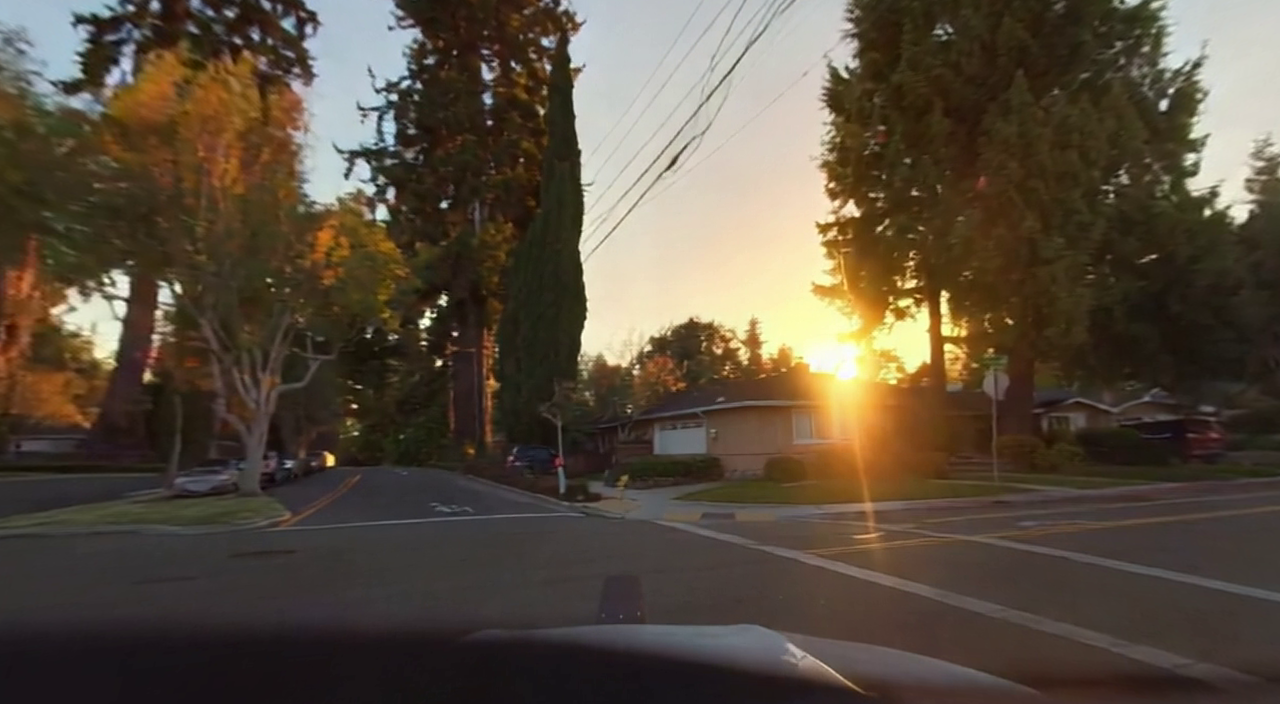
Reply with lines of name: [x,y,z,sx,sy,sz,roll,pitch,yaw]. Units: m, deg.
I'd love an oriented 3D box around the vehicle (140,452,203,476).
vehicle: [-36.610,8.752,49.472,2.010,1.689,4.461,1,-8,-9]

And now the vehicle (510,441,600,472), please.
vehicle: [-4.879,5.989,36.329,4.784,1.647,1.947,4,-9,-22]
